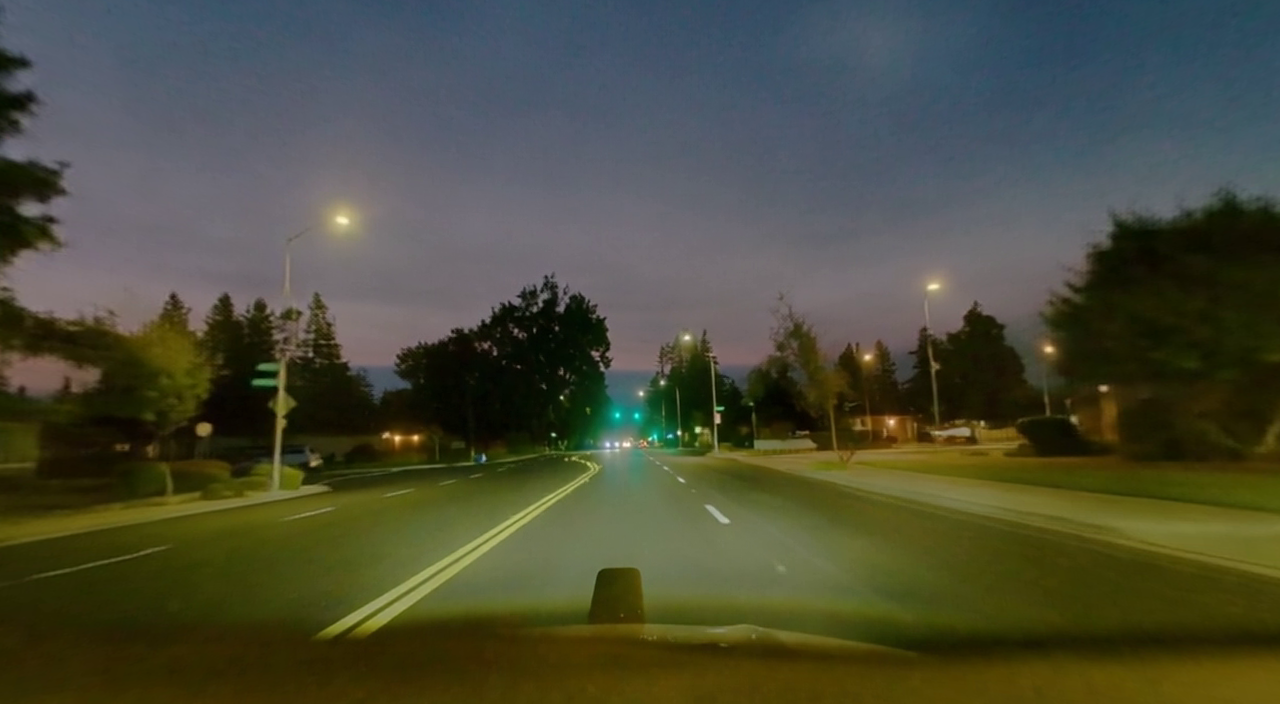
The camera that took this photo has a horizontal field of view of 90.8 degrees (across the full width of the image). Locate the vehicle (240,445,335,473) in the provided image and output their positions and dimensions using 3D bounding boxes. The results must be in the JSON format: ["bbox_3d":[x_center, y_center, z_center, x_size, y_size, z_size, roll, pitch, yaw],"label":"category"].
[{"bbox_3d":[-26.020,7.890,46.924,2.239,1.961,5.660,-6,-10,33],"label":"vehicle"}]
